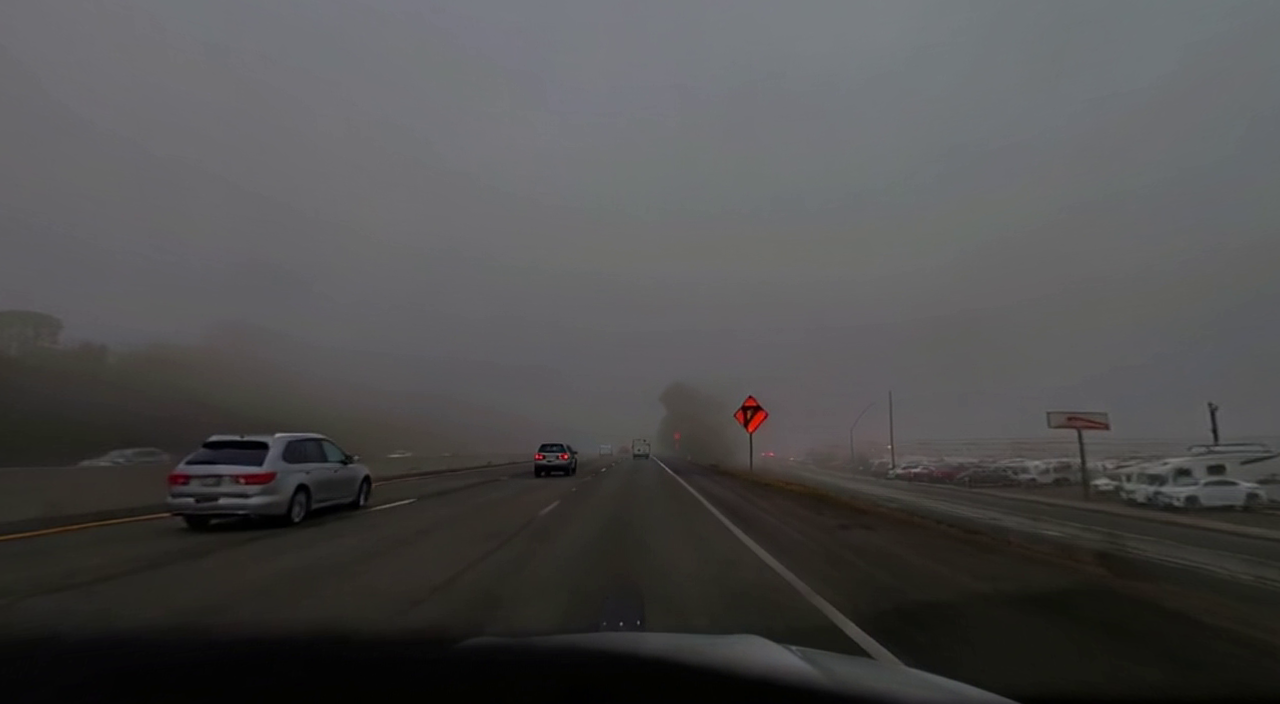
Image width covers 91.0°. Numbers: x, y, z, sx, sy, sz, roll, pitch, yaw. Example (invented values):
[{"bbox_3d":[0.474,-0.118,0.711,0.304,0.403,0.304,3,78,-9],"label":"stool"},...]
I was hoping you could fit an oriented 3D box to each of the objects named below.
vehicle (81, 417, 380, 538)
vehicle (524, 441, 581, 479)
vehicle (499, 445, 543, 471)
[{"bbox_3d":[-7.335,2.315,12.299,2.159,1.807,5.422,0,-9,0],"label":"vehicle"},{"bbox_3d":[-4.063,5.096,29.984,2.070,1.665,4.213,0,-9,1],"label":"vehicle"},{"bbox_3d":[-7.681,6.856,40.914,1.991,1.538,4.360,0,-9,0],"label":"vehicle"}]
